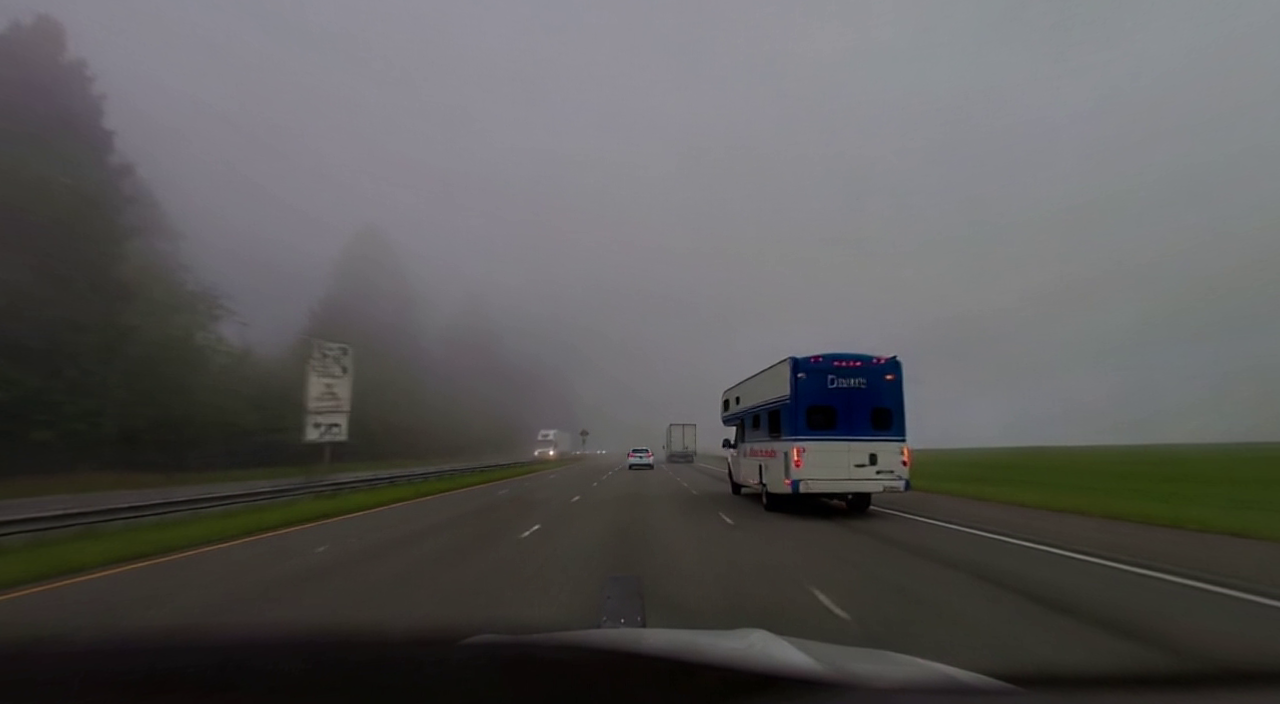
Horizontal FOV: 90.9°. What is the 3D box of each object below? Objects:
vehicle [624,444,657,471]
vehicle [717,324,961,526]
[{"bbox_3d":[0.032,7.077,42.437,2.151,1.678,3.923,0,-9,0],"label":"vehicle"},{"bbox_3d":[3.980,1.920,15.399,2.931,3.530,8.760,0,-9,-1],"label":"vehicle"}]
